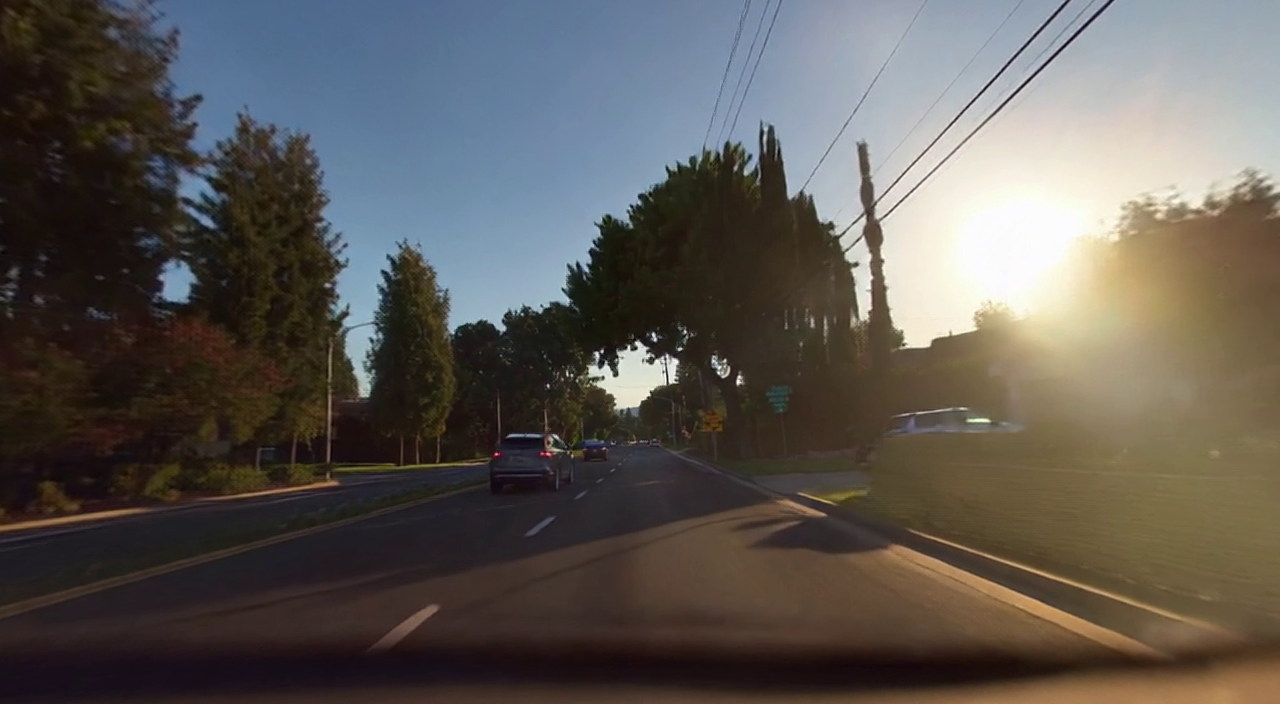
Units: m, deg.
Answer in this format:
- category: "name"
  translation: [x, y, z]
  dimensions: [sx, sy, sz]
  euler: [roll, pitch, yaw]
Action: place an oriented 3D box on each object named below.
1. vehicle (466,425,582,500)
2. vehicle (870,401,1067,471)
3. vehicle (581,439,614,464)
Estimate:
- category: "vehicle"
  translation: [-2.955, 2.952, 17.230]
  dimensions: [2.190, 1.766, 4.394]
  euler: [0, -8, 2]
- category: "vehicle"
  translation: [10.014, 2.583, 19.531]
  dimensions: [4.944, 2.023, 1.973]
  euler: [0, -8, 1]
- category: "vehicle"
  translation: [-2.673, 6.346, 40.301]
  dimensions: [1.802, 1.528, 3.490]
  euler: [0, -8, 1]
